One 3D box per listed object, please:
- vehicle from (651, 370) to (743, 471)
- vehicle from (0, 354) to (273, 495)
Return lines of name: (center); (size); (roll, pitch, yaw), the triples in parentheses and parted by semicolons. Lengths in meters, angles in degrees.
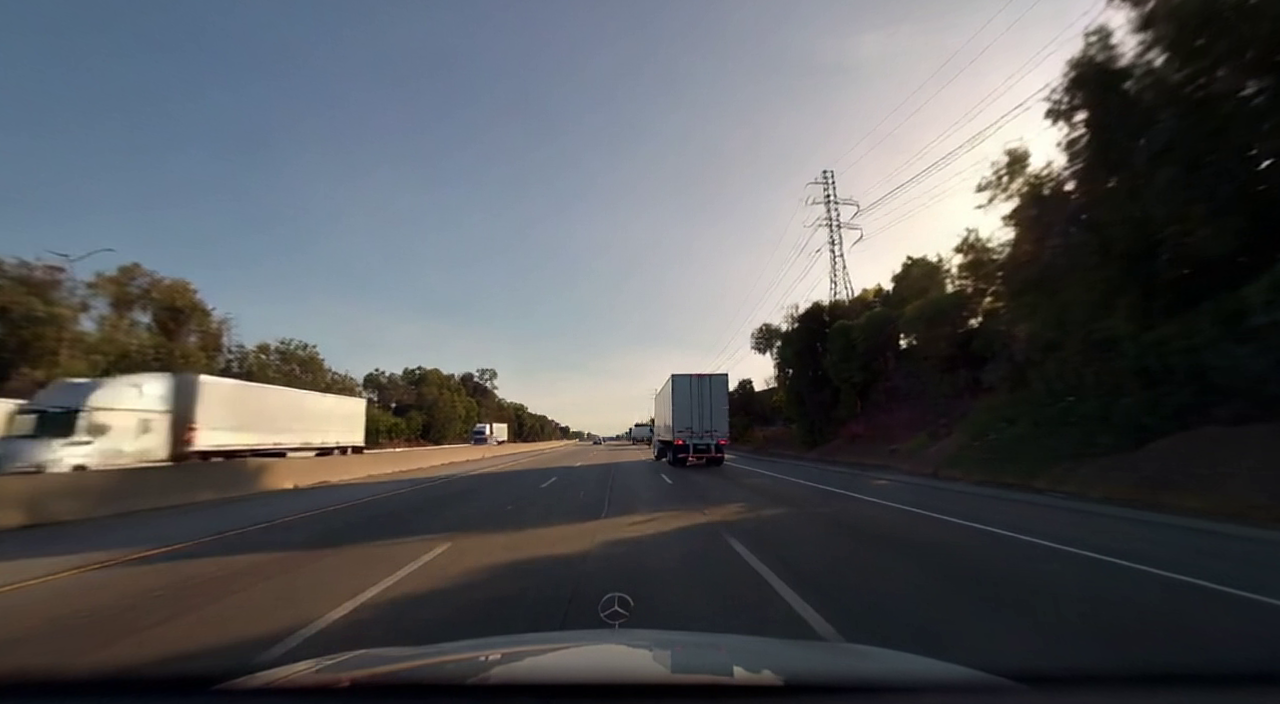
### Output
vehicle: (2.441, 3.725, 32.727); (2.905, 4.080, 14.157); (0, -8, -2)
vehicle: (-16.084, 2.467, 21.060); (3.034, 3.819, 7.828); (0, -8, -2)
